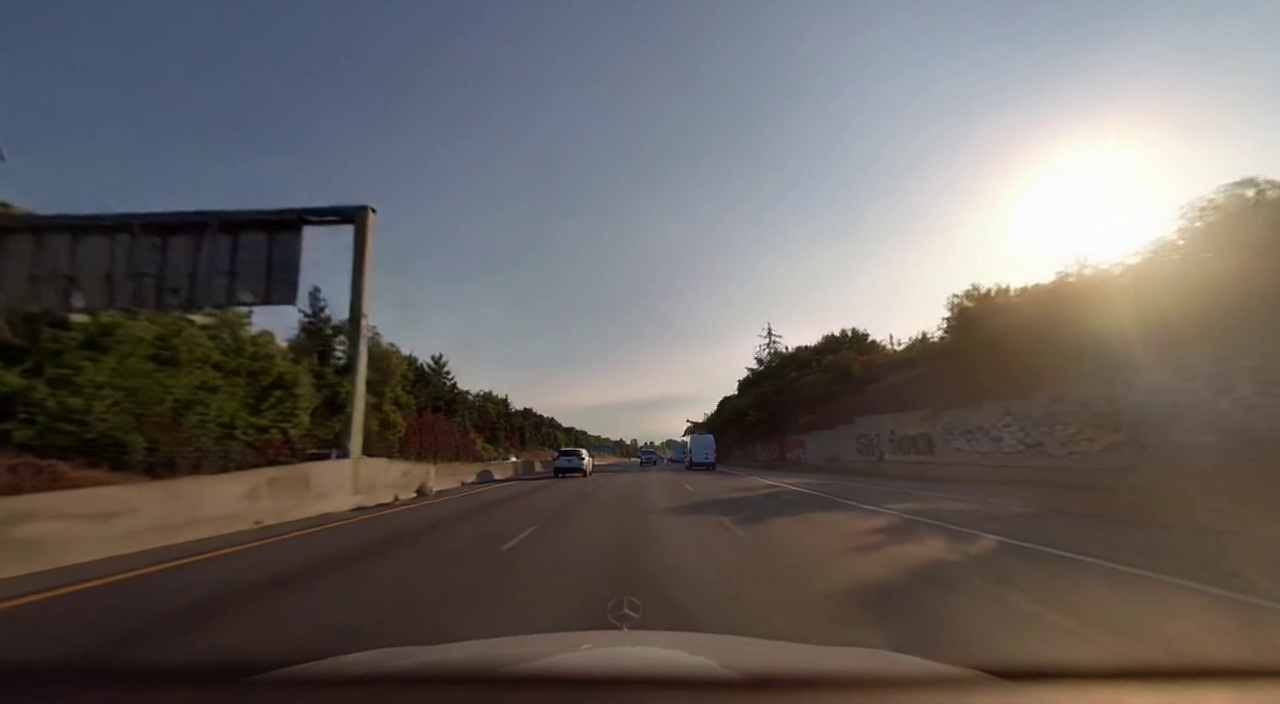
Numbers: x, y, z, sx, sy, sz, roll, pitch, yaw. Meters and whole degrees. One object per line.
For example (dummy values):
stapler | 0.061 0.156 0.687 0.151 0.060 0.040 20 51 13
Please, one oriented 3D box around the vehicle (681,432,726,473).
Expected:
vehicle | 4.327 6.985 43.894 2.469 2.591 5.653 0 -9 0

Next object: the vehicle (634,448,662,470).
vehicle | 0.607 8.189 48.344 2.108 1.663 3.159 0 -9 1

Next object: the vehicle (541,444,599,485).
vehicle | -2.945 4.874 27.487 1.964 1.618 4.489 0 -9 1
